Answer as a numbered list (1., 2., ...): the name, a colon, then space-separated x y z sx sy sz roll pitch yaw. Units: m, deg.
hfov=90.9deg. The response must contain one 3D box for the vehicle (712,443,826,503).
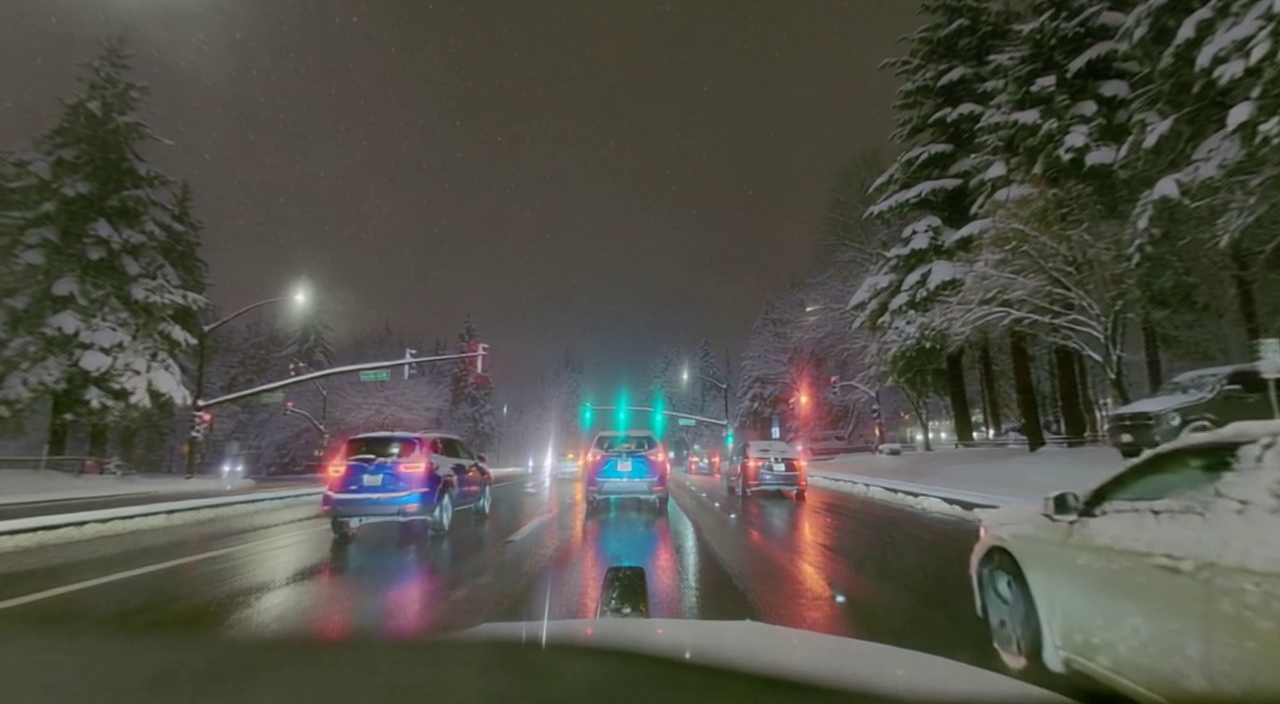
1. vehicle: 3.505 3.385 18.169 2.036 1.480 4.659 0 -8 -3

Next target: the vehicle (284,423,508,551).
1. vehicle: -3.759 2.146 10.720 2.039 1.709 4.265 0 -8 1

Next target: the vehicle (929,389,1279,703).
1. vehicle: 3.009 0.889 2.132 1.976 1.491 4.427 0 -8 0

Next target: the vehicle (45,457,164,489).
1. vehicle: -34.041 7.669 40.194 5.352 1.850 2.276 0 -8 -2

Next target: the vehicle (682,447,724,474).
1. vehicle: 3.668 6.372 37.291 1.996 1.443 4.270 0 -8 -1

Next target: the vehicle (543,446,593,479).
1. vehicle: -3.478 5.404 31.052 1.897 1.479 4.204 0 -8 1

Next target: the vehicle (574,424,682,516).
1. vehicle: -0.240 2.677 14.807 2.132 1.816 4.471 0 -8 0

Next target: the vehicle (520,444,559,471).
1. vehicle: -6.807 7.220 43.233 2.051 1.722 4.412 0 -8 -1
